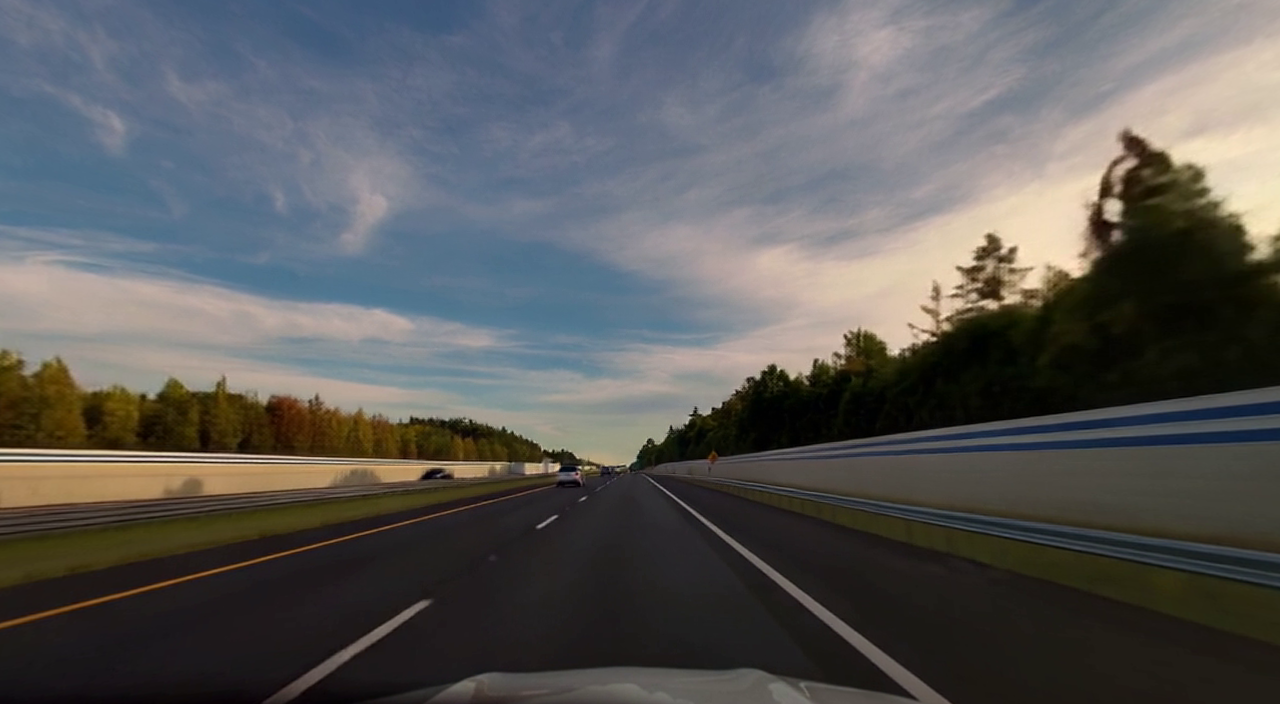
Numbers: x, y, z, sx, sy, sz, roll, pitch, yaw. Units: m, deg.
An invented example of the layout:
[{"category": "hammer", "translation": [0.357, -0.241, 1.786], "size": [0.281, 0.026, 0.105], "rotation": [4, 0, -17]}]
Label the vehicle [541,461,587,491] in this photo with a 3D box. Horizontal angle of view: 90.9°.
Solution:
[{"category": "vehicle", "translation": [-4.113, 6.804, 34.640], "size": [1.985, 1.515, 3.839], "rotation": [1, -11, 0]}]
